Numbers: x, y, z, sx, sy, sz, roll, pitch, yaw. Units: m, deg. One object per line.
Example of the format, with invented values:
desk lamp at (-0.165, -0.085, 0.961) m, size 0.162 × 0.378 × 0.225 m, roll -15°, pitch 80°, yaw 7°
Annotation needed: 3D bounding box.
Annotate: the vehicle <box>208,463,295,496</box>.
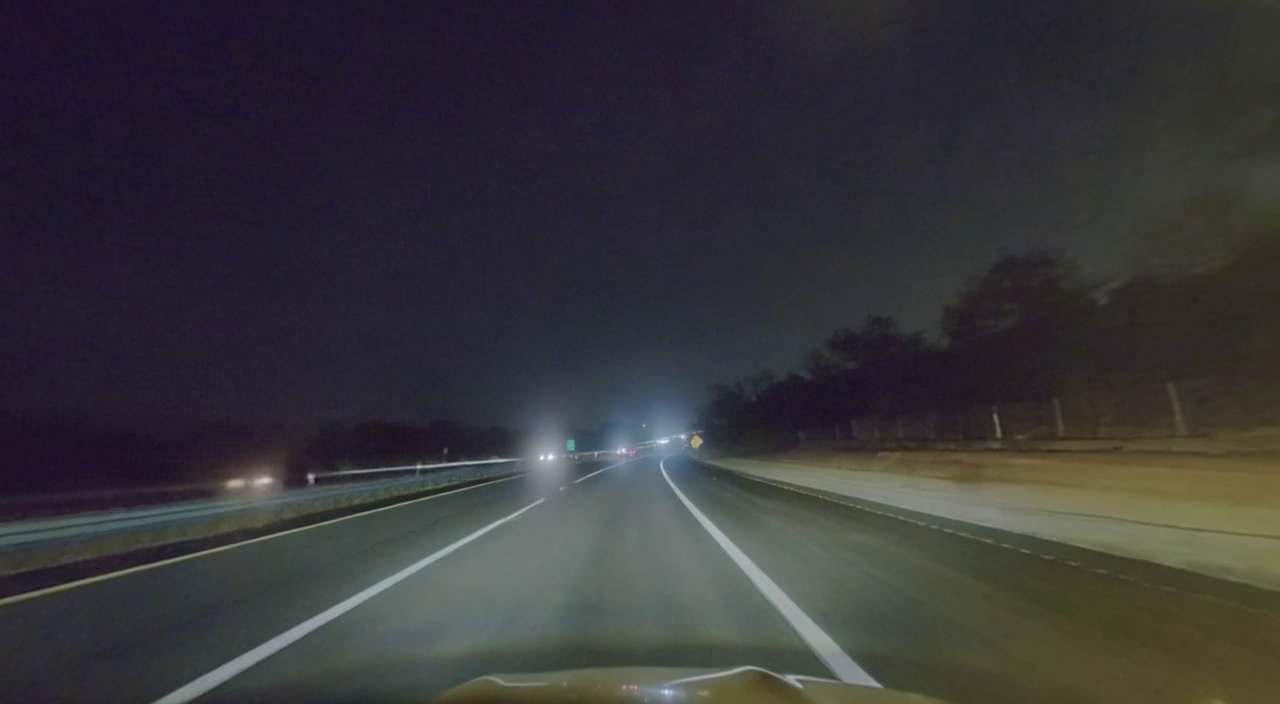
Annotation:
vehicle at (-20.838, 6.835, 33.810) m, size 1.872 × 1.532 × 4.234 m, roll -1°, pitch -9°, yaw 1°
